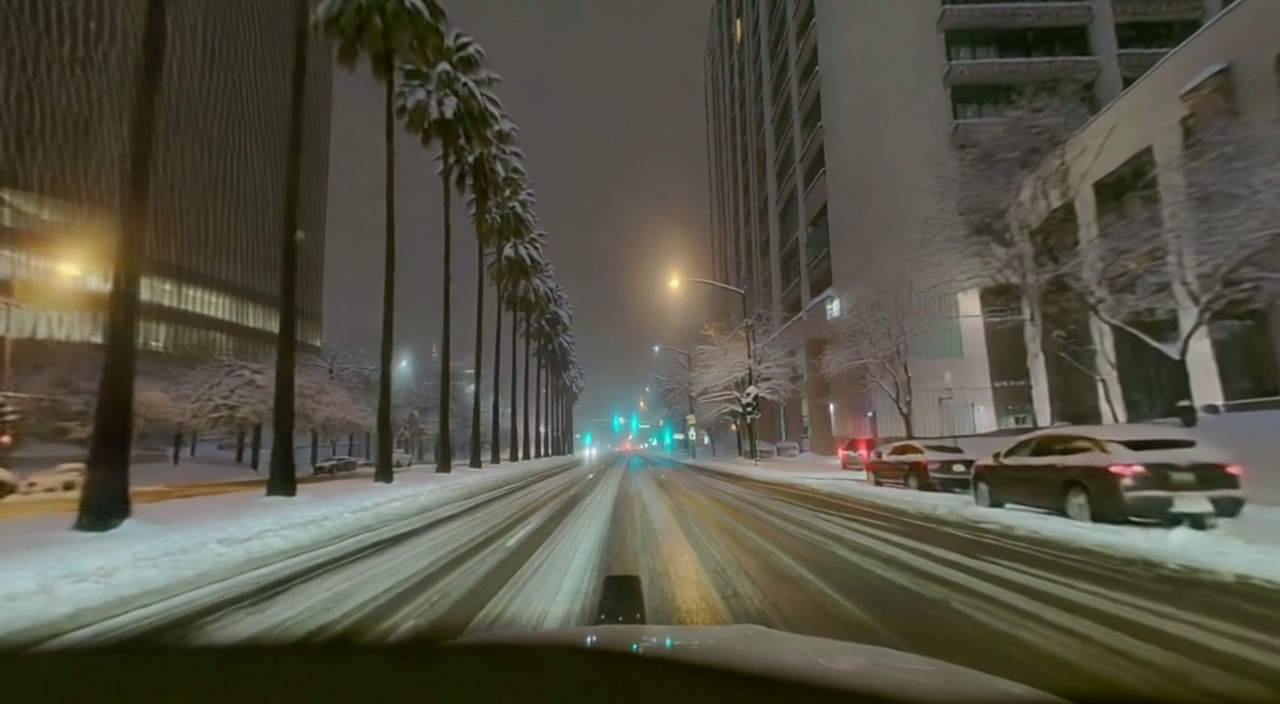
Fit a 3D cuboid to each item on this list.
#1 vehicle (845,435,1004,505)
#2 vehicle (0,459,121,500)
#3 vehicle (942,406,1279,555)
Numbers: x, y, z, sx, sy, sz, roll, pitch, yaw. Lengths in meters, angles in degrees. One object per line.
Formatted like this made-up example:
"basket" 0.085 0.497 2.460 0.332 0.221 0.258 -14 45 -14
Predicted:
"vehicle" 7.019 2.948 16.279 1.919 1.499 4.779 -1 -8 1
"vehicle" -24.657 5.310 26.593 1.801 1.444 4.640 0 -8 -3
"vehicle" 6.930 1.832 9.723 2.225 1.727 4.418 0 -8 -2
